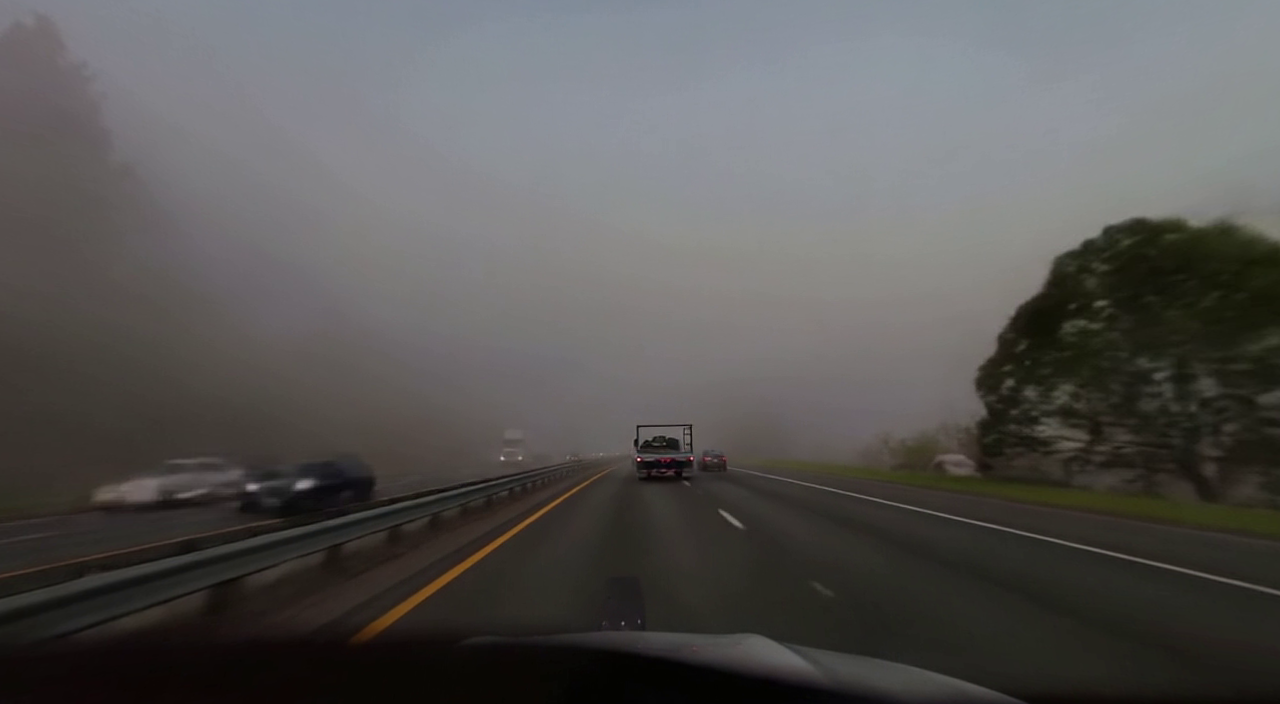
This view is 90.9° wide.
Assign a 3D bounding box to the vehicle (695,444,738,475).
[{"bbox_3d":[3.813,5.443,32.134,1.654,1.441,4.066,0,-9,-1],"label":"vehicle"}]

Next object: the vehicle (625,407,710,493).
[{"bbox_3d":[0.742,3.275,21.161,2.423,2.517,5.055,0,-9,-2],"label":"vehicle"}]

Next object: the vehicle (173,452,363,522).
[{"bbox_3d":[-9.164,3.323,16.139,2.090,1.496,4.568,0,-9,0],"label":"vehicle"}]

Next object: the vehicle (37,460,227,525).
[{"bbox_3d":[-13.490,3.702,17.107,1.900,1.459,3.853,0,-9,0],"label":"vehicle"}]
